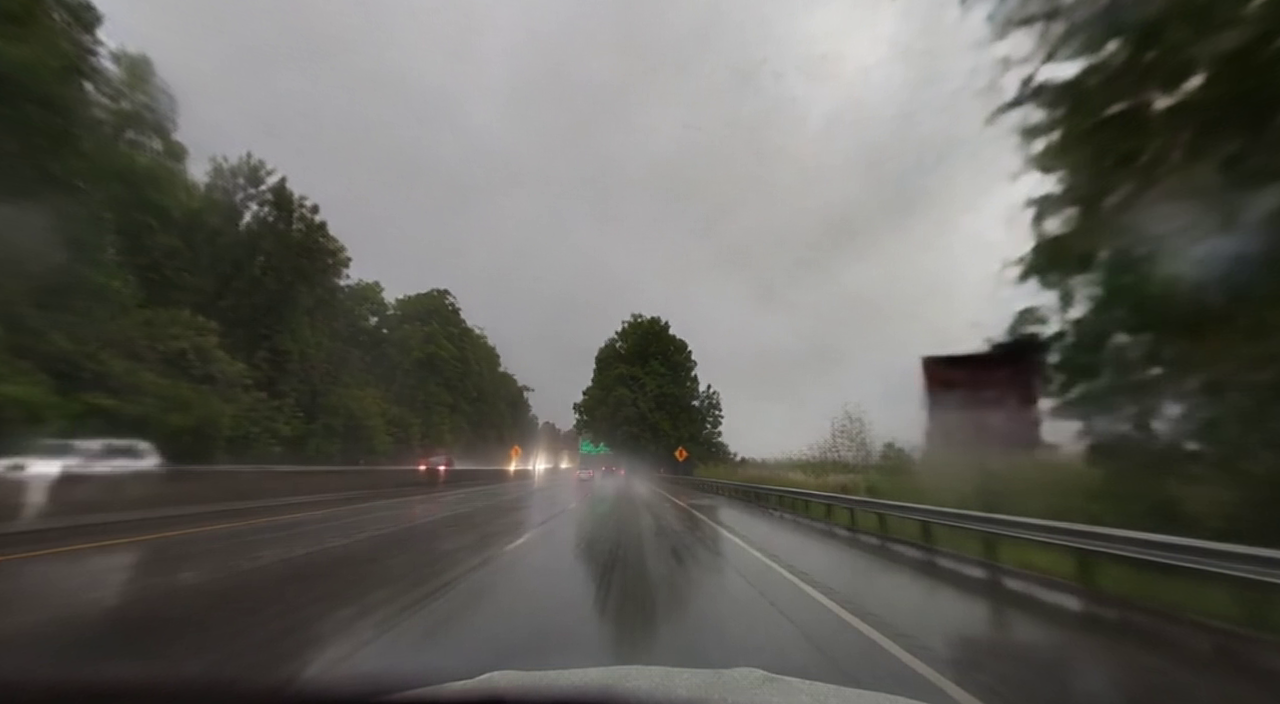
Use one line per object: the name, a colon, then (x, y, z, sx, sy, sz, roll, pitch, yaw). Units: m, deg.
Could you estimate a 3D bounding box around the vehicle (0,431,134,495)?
vehicle: (-19.721, 3.634, 20.584, 2.120, 1.817, 5.104, 1, -11, -1)
